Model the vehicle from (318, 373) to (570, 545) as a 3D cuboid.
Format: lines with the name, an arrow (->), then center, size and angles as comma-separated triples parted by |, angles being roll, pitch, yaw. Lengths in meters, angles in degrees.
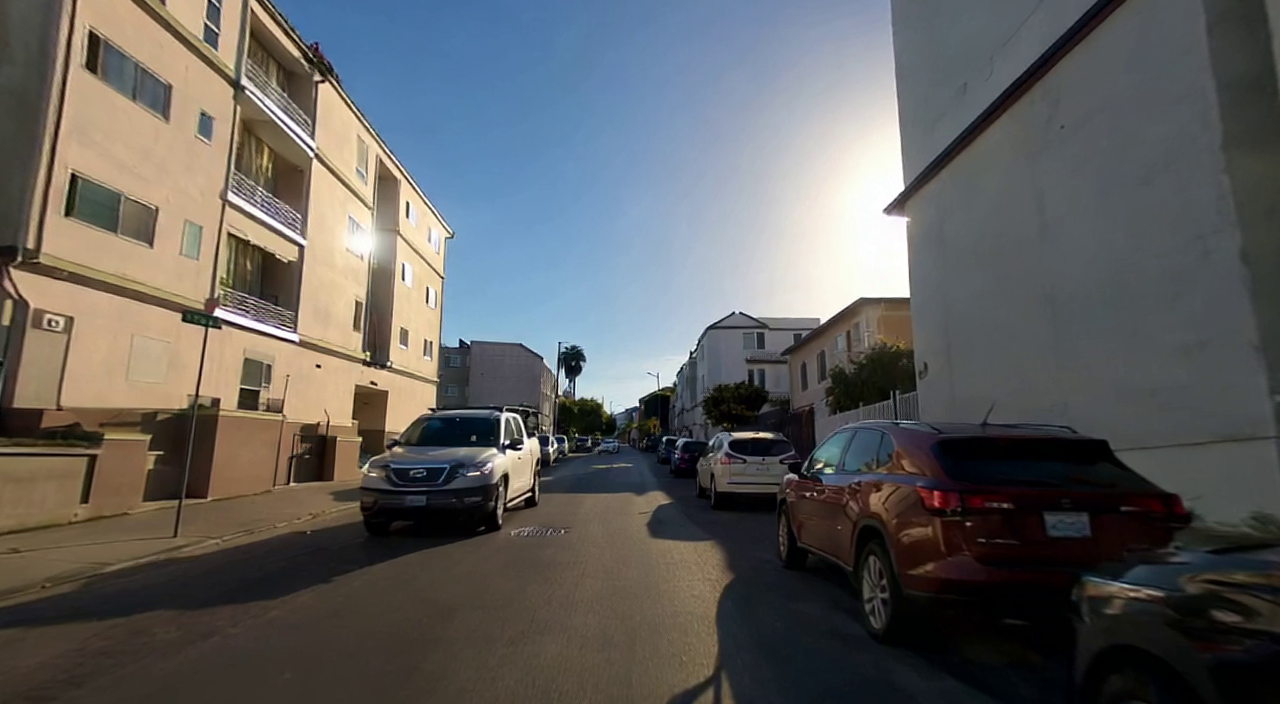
vehicle -> -2.733, 1.685, 10.553 | 2.195, 2.103, 5.420 | -1, -8, 3

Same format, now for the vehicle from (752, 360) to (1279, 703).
vehicle -> 2.222, 1.165, 5.067 | 1.897, 1.717, 4.028 | 0, -8, 0
